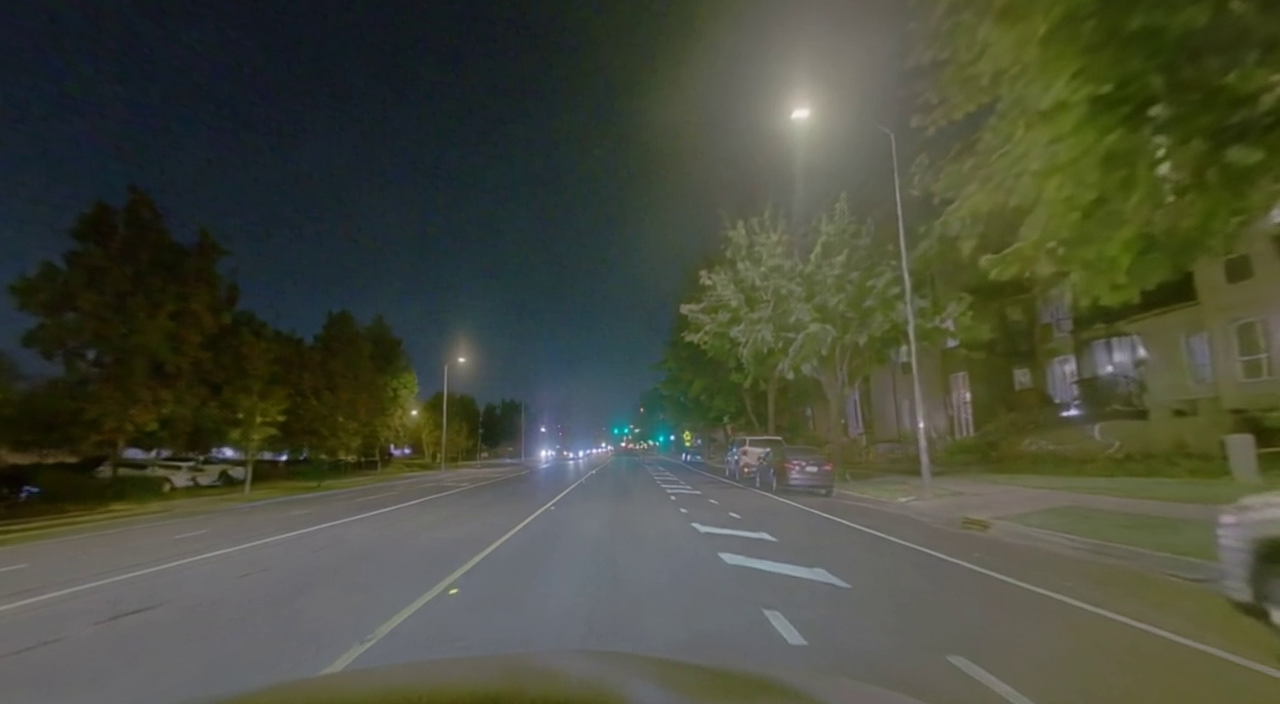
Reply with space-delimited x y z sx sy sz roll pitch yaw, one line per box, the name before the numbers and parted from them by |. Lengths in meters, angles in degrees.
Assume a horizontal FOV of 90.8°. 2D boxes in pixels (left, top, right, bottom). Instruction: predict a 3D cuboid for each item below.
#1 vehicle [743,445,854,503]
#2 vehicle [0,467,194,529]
vehicle | 4.343 3.372 18.028 1.935 1.433 4.241 0 -8 -2
vehicle | -15.455 3.931 17.249 4.826 1.491 2.086 1 -8 -4
